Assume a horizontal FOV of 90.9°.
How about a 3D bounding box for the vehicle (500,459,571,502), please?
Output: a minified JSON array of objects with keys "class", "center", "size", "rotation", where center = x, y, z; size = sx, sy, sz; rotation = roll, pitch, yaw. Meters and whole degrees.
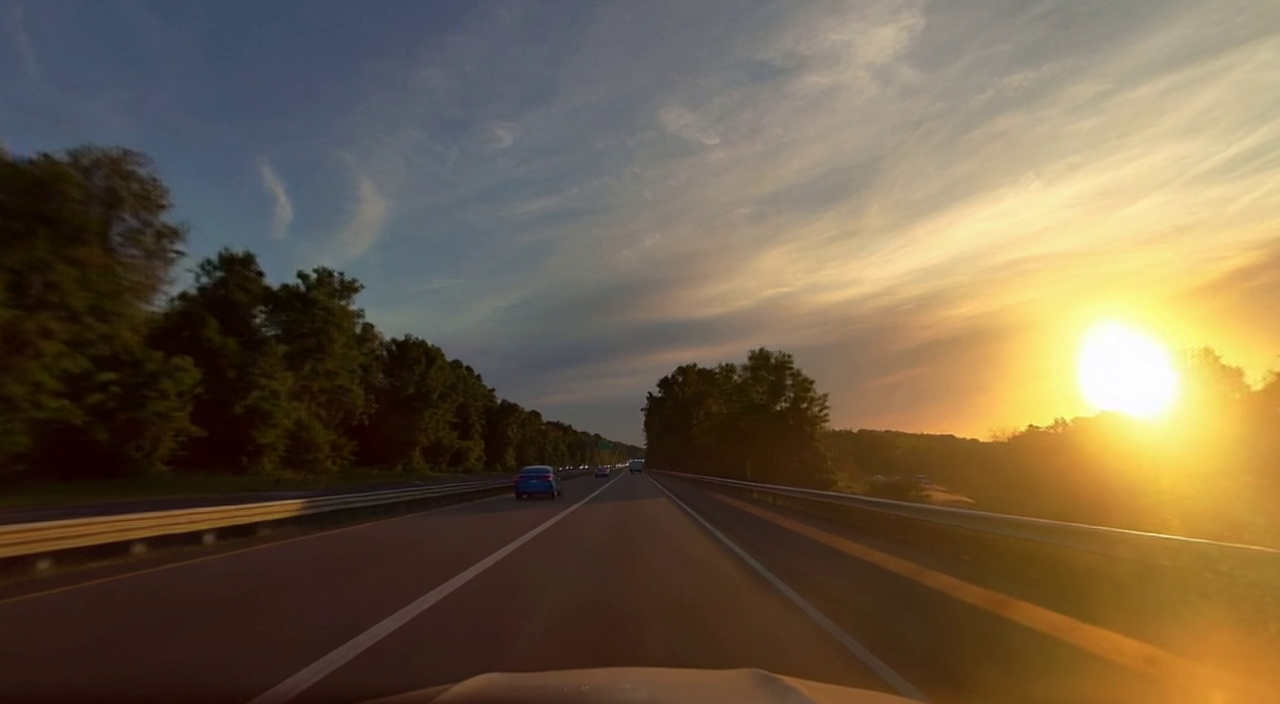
[{"class":"vehicle","center":[-4.166,5.245,25.918],"size":[2.040,1.525,4.603],"rotation":[1,-11,1]}]
